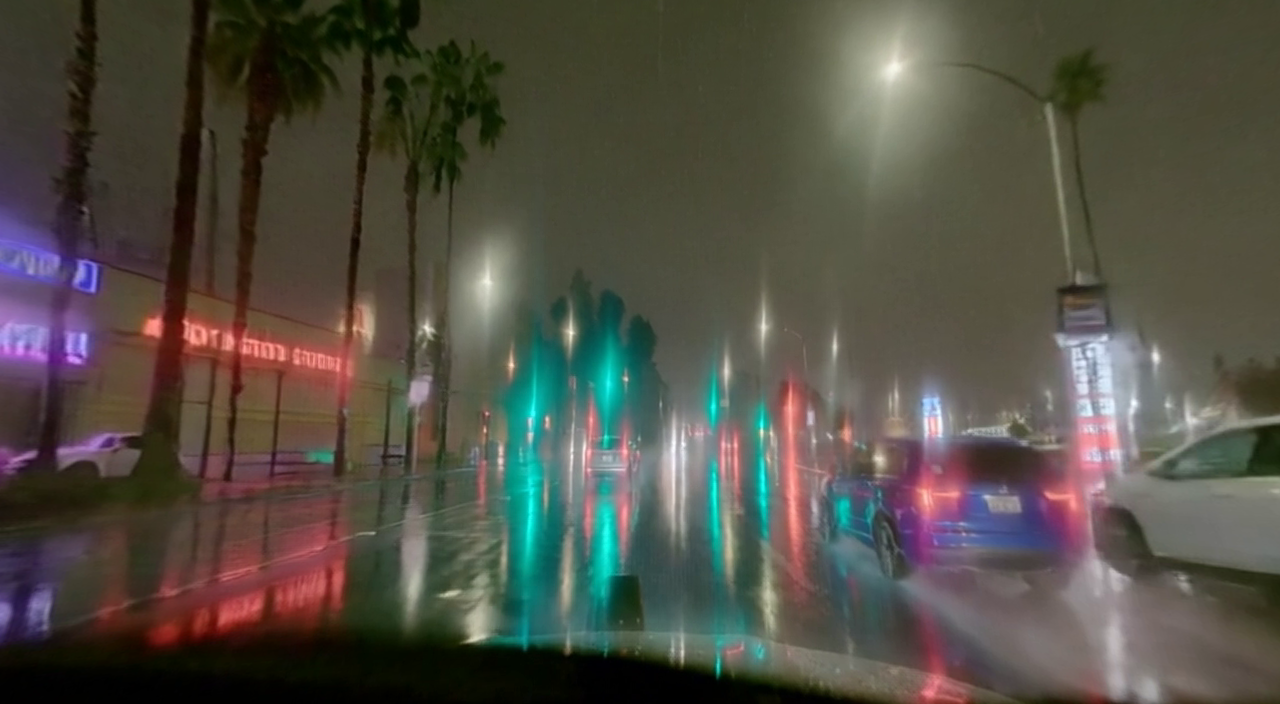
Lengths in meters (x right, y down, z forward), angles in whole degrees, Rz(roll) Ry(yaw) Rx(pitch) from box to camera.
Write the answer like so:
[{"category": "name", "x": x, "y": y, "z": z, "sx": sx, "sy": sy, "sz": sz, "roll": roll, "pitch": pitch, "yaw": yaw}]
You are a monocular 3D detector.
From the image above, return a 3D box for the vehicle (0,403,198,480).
[{"category": "vehicle", "x": -21.447, "y": 3.570, "z": 25.200, "sx": 2.198, "sy": 2.684, "sz": 5.751, "roll": -4, "pitch": -9, "yaw": 24}]

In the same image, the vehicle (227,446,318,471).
[{"category": "vehicle", "x": -23.086, "y": 6.671, "z": 39.906, "sx": 1.800, "sy": 1.462, "sz": 4.752, "roll": -4, "pitch": -9, "yaw": 24}]

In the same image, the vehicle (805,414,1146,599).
[{"category": "vehicle", "x": 3.617, "y": 1.728, "z": 7.976, "sx": 1.983, "sy": 1.654, "sz": 4.354, "roll": 0, "pitch": -8, "yaw": 2}]

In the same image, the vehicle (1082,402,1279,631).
[{"category": "vehicle", "x": 6.206, "y": 1.311, "z": 4.979, "sx": 2.028, "sy": 1.832, "sz": 4.622, "roll": 0, "pitch": -8, "yaw": 0}]

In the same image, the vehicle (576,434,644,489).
[{"category": "vehicle", "x": -0.906, "y": 3.661, "z": 21.446, "sx": 2.063, "sy": 1.664, "sz": 4.471, "roll": 0, "pitch": -8, "yaw": 0}]
